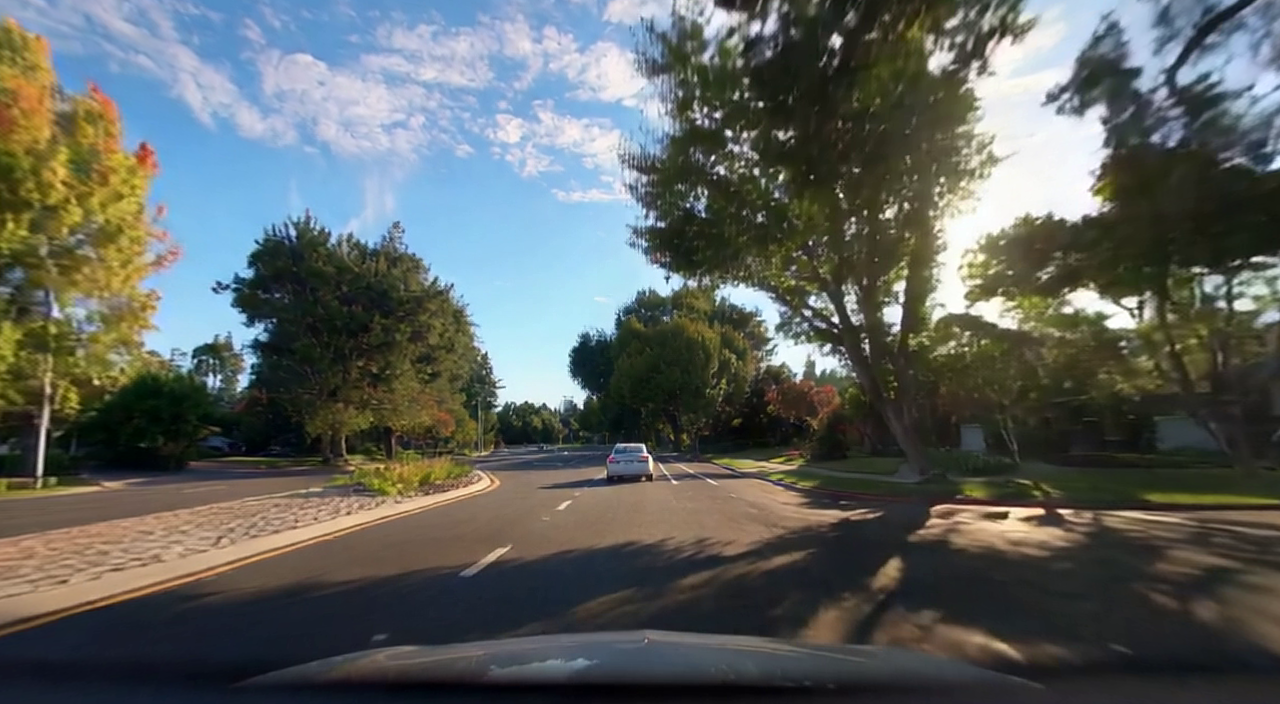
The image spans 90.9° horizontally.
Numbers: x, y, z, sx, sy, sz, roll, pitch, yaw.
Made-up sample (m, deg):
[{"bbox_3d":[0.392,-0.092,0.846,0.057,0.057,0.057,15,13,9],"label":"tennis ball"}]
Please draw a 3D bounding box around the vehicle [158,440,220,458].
[{"bbox_3d":[-35.026,7.557,48.959,3.471,1.391,1.625,0,-9,-2],"label":"vehicle"}]

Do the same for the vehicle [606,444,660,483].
[{"bbox_3d":[-0.237,4.469,25.632,2.009,1.456,4.003,0,-8,0],"label":"vehicle"}]
